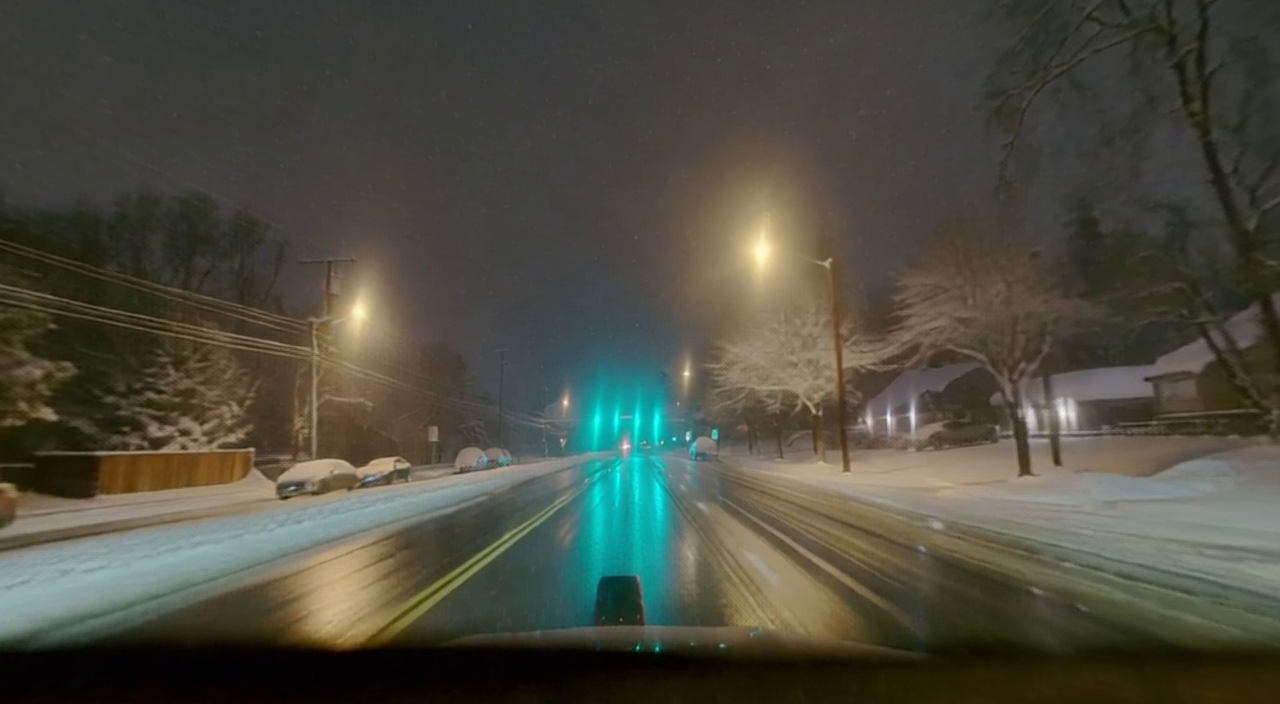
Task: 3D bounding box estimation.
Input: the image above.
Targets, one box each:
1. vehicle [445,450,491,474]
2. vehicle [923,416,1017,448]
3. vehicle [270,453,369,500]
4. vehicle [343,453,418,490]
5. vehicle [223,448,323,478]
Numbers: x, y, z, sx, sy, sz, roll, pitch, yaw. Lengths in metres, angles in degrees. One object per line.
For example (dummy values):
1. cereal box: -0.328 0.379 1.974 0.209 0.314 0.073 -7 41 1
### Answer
1. vehicle: -12.580 8.063 46.584 2.078 1.618 4.650 0 -8 0
2. vehicle: 17.501 4.304 33.643 1.726 1.620 3.938 7 -11 -37
3. vehicle: -12.670 4.908 25.291 1.828 1.510 4.149 -4 -8 0
4. vehicle: -12.699 5.849 31.192 1.909 1.477 4.345 -3 -8 -1
5. vehicle: -20.927 6.340 36.150 4.498 1.623 1.903 0 -9 1
